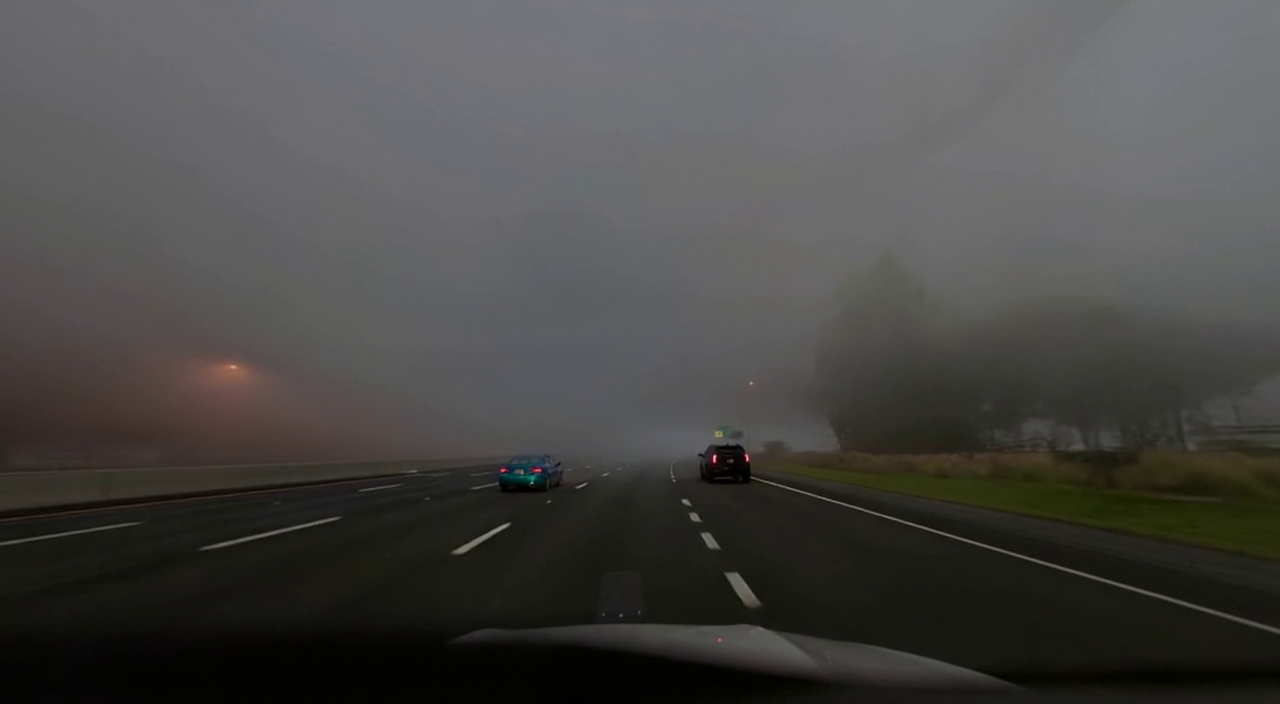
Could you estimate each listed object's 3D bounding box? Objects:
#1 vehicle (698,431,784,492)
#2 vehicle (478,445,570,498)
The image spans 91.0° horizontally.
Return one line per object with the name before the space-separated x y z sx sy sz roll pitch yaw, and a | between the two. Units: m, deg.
vehicle | 3.286 3.691 21.433 2.225 1.833 4.340 0 -9 1
vehicle | -3.515 3.712 19.983 1.937 1.490 4.372 -1 -9 2
